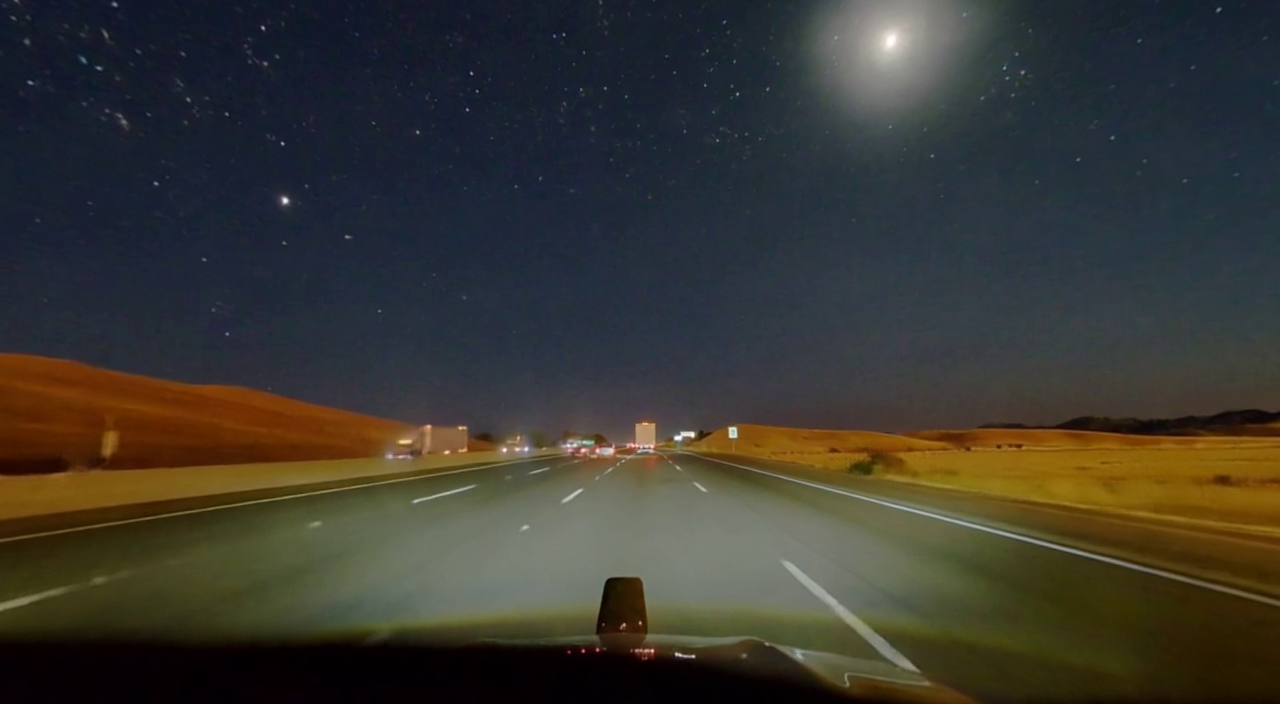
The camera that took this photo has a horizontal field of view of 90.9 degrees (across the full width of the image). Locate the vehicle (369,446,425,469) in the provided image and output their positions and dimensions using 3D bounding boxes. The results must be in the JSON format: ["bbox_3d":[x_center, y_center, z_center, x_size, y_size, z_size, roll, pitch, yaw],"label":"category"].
[{"bbox_3d":[-16.814,7.269,43.872,1.918,1.479,4.792,0,-8,1],"label":"vehicle"}]
